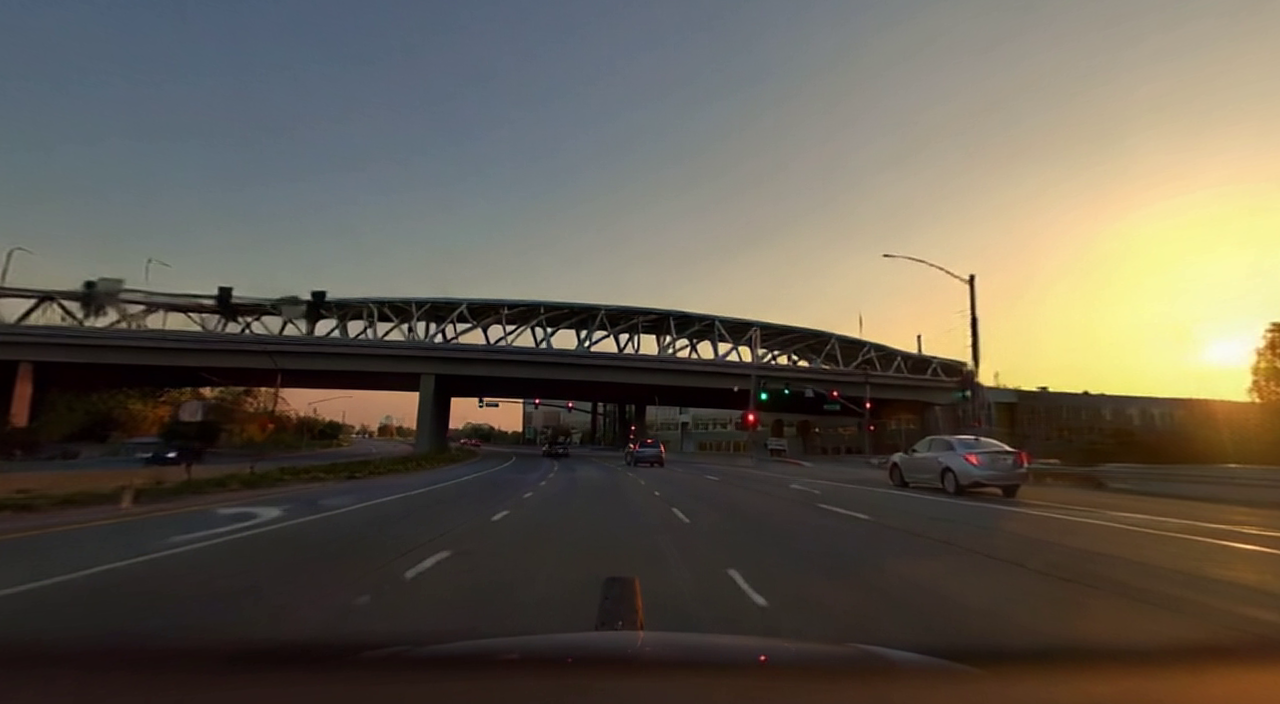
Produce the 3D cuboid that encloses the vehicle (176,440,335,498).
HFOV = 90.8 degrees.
[{"bbox_3d":[-12.169,3.699,20.469,2.399,1.624,4.585,0,-9,-3],"label":"vehicle"}]

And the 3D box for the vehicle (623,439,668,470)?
[{"bbox_3d":[0.251,6.015,37.324,2.024,1.724,3.928,1,-9,-8],"label":"vehicle"}]

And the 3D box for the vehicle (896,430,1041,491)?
[{"bbox_3d":[10.461,3.488,20.637,2.130,1.741,4.665,0,-9,-1],"label":"vehicle"}]

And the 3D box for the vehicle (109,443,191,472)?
[{"bbox_3d":[-30.055,6.468,38.931,1.873,1.627,4.459,1,-9,-8],"label":"vehicle"}]
